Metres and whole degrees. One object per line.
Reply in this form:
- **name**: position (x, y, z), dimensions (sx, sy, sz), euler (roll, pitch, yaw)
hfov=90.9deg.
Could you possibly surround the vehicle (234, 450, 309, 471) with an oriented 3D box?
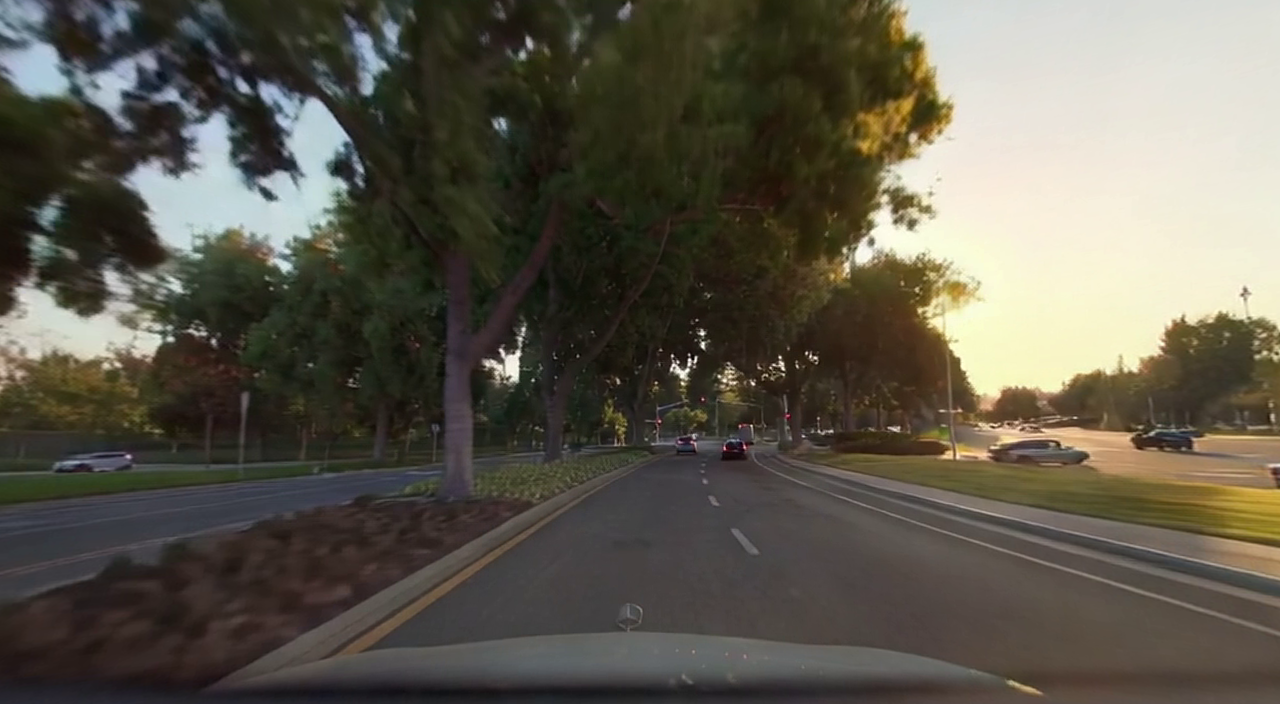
- **vehicle**: position (-26.186, 7.683, 44.878), dimensions (4.275, 1.430, 1.878), euler (-1, -8, 6)

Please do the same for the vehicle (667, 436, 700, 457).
- **vehicle**: position (3.279, 7.005, 46.910), dimensions (2.066, 1.482, 4.273), euler (-1, -8, 8)

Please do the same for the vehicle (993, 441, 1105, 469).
- **vehicle**: position (21.806, 5.484, 33.780), dimensions (4.627, 1.418, 1.800), euler (-1, -8, 8)

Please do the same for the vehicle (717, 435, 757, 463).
- **vehicle**: position (5.464, 5.520, 36.075), dimensions (1.989, 1.497, 4.436), euler (-1, -8, 5)

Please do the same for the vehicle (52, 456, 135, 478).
- **vehicle**: position (-38.971, 8.170, 44.998), dimensions (4.442, 1.464, 1.839), euler (-1, -8, 7)
